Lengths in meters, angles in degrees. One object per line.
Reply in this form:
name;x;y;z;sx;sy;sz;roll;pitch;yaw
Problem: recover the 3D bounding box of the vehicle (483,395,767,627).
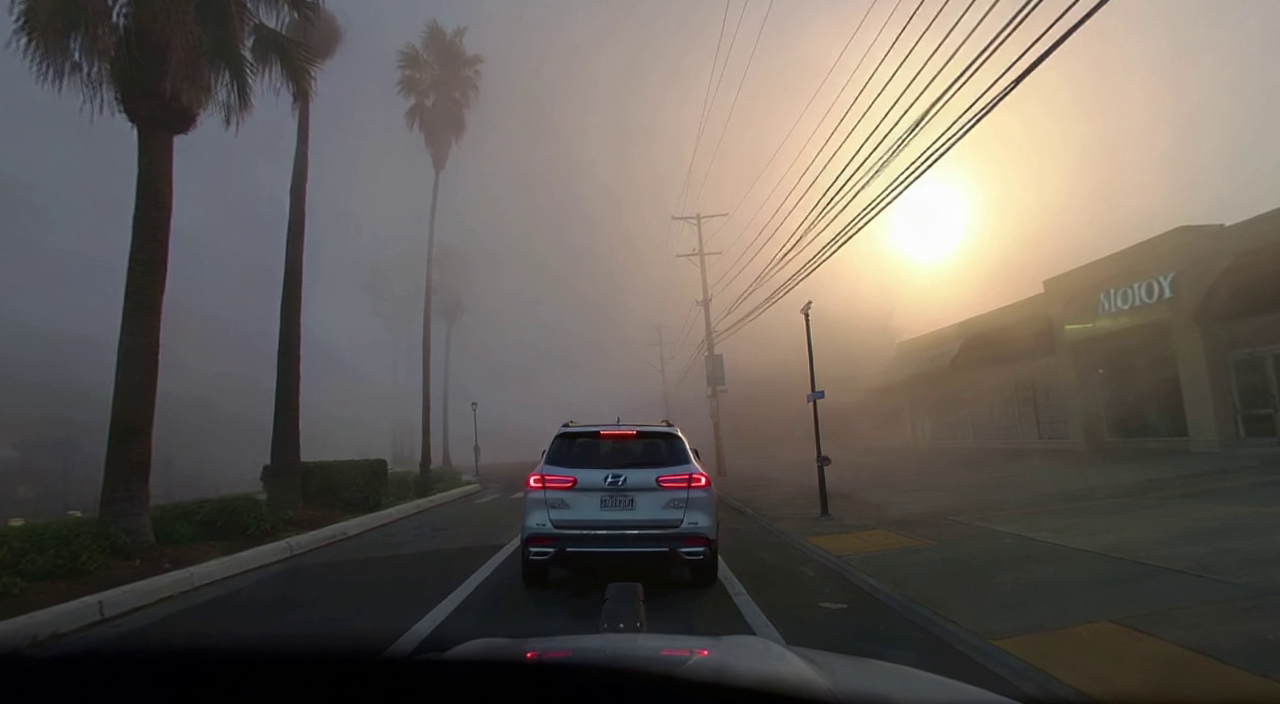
vehicle;-0.190;1.454;6.665;2.105;1.702;3.750;0;-8;-3
